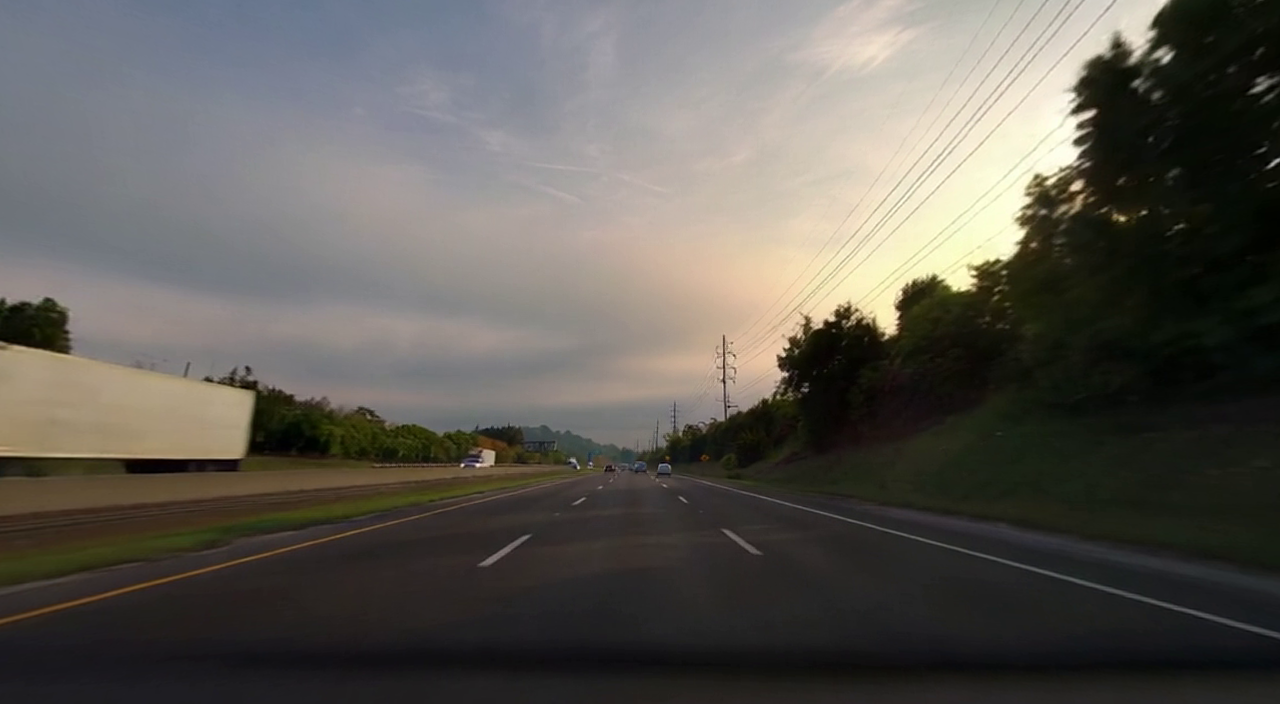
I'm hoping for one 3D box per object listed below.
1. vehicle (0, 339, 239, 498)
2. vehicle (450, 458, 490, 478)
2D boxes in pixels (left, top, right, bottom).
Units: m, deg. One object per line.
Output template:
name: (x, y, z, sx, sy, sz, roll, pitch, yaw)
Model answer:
vehicle: (-17.802, 2.289, 19.330, 2.867, 4.000, 12.416, 1, -10, -1)
vehicle: (-13.254, 9.080, 49.439, 1.888, 1.464, 4.492, 1, -10, 0)
